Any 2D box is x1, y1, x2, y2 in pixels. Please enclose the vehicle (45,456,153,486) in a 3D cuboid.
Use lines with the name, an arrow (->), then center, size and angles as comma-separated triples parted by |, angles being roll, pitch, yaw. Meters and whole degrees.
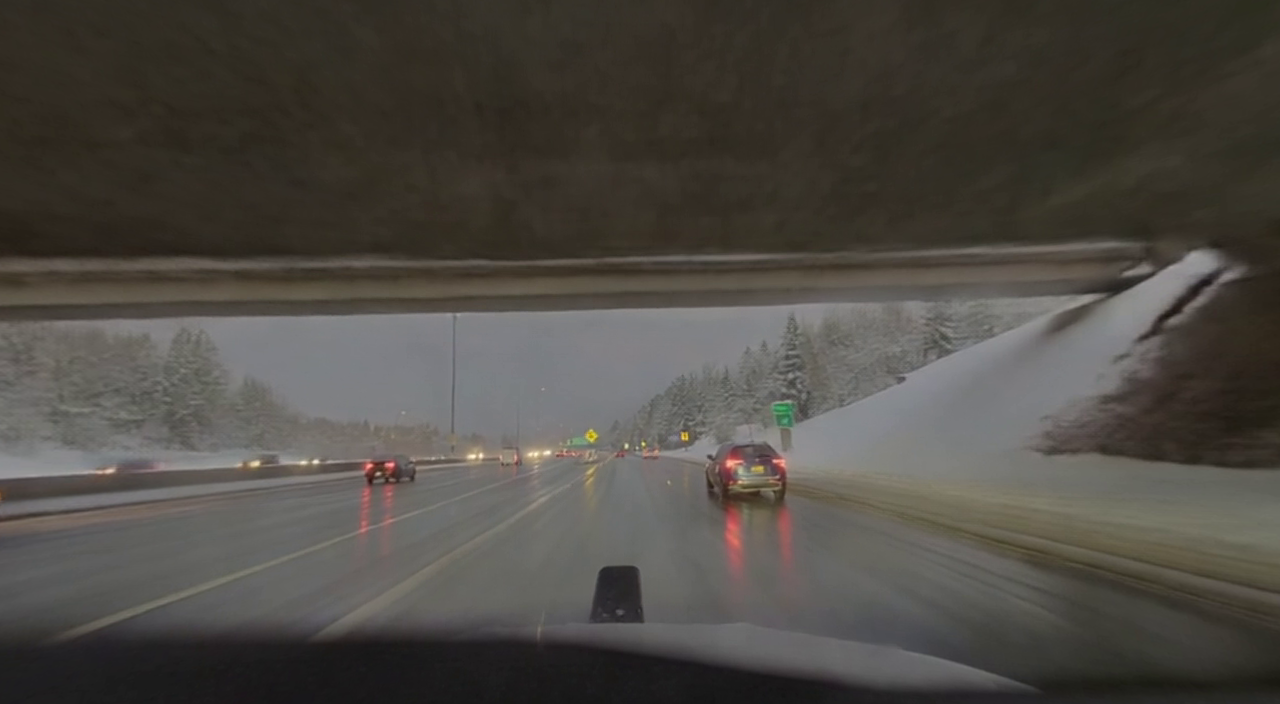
vehicle -> -36.699, 8.041, 43.011 | 2.232, 1.786, 5.996 | 0, -9, -3

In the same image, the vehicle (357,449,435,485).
vehicle -> -11.602, 5.482, 30.313 | 2.072, 1.545, 4.687 | 0, -9, -3

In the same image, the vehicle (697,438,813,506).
vehicle -> 2.837, 3.088, 16.668 | 2.079, 1.535, 4.316 | 0, -9, -2
